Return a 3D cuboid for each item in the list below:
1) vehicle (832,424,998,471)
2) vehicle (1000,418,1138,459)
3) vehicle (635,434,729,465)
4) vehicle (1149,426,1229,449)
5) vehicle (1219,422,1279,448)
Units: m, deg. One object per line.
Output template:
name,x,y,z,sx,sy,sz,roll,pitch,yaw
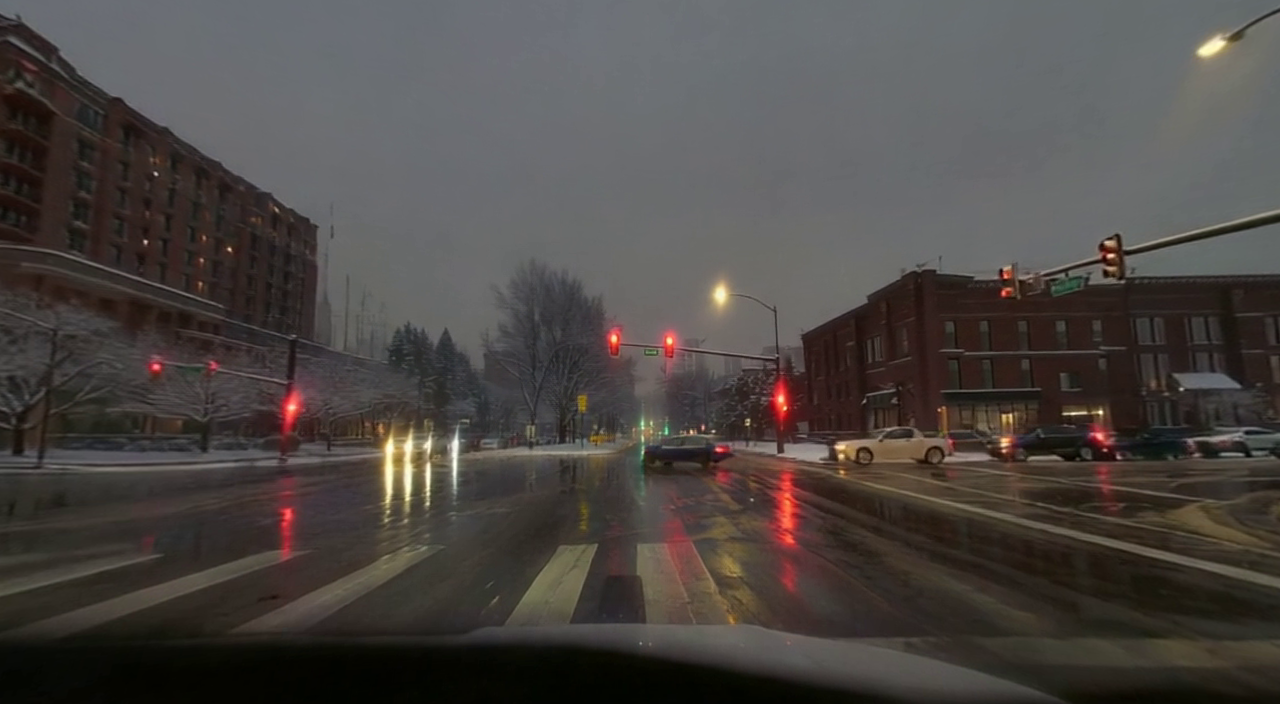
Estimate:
vehicle,9.514,3.326,22.097,4.916,1.504,1.846,0,-8,-2
vehicle,18.935,3.864,28.070,4.571,1.698,1.977,-1,-8,4
vehicle,1.870,4.365,28.332,4.046,1.306,1.719,-1,-8,5
vehicle,36.570,5.765,42.222,1.726,1.429,4.163,-1,-8,2
vehicle,42.261,5.583,42.326,2.037,1.614,5.175,0,-8,0
